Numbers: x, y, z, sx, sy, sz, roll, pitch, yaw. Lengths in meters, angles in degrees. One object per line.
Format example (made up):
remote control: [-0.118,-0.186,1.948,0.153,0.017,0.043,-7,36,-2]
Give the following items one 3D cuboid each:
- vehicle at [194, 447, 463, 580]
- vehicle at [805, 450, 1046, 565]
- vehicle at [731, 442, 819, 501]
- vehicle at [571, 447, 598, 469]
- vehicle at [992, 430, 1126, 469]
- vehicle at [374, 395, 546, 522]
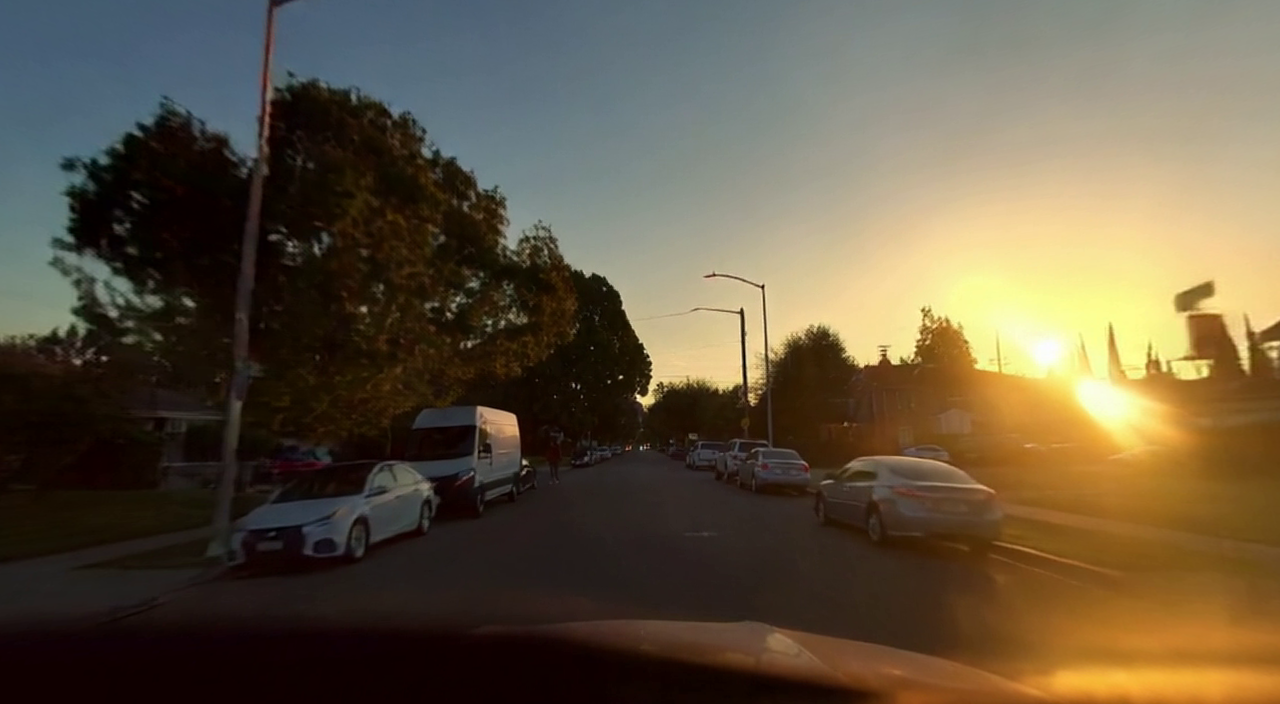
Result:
vehicle: [-4.779,2.489,10.701,2.023,1.568,4.942,-3,-8,1]
vehicle: [4.164,2.300,10.084,1.846,1.351,4.272,2,-9,-1]
vehicle: [4.111,3.682,19.831,1.839,1.520,4.498,3,-9,1]
vehicle: [-4.282,8.261,49.046,1.870,1.562,4.212,0,-8,-1]
vehicle: [21.981,5.111,33.159,5.271,1.913,2.466,0,-8,1]
vehicle: [-4.421,2.753,16.713,2.470,2.613,5.989,-4,-9,4]
